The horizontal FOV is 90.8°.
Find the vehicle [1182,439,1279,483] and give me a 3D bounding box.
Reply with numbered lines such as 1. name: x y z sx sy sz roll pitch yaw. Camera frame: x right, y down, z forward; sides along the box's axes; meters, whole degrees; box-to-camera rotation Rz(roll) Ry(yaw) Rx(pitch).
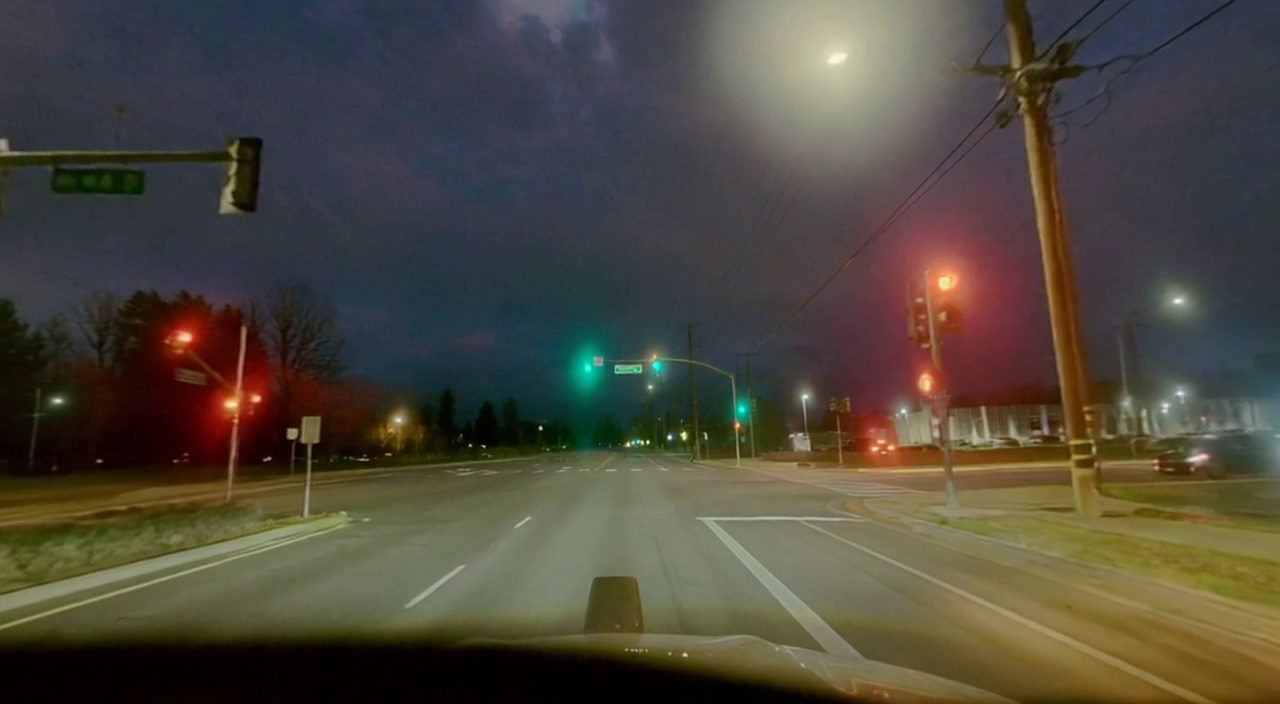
1. vehicle: 22.163 3.801 22.258 4.334 1.459 1.929 0 -9 -1

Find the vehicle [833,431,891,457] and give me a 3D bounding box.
1. vehicle: 14.968 6.285 42.929 1.959 1.471 4.570 -4 -8 -4

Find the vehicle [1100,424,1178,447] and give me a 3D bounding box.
1. vehicle: 34.107 5.774 43.317 1.832 1.521 4.266 0 -9 0
